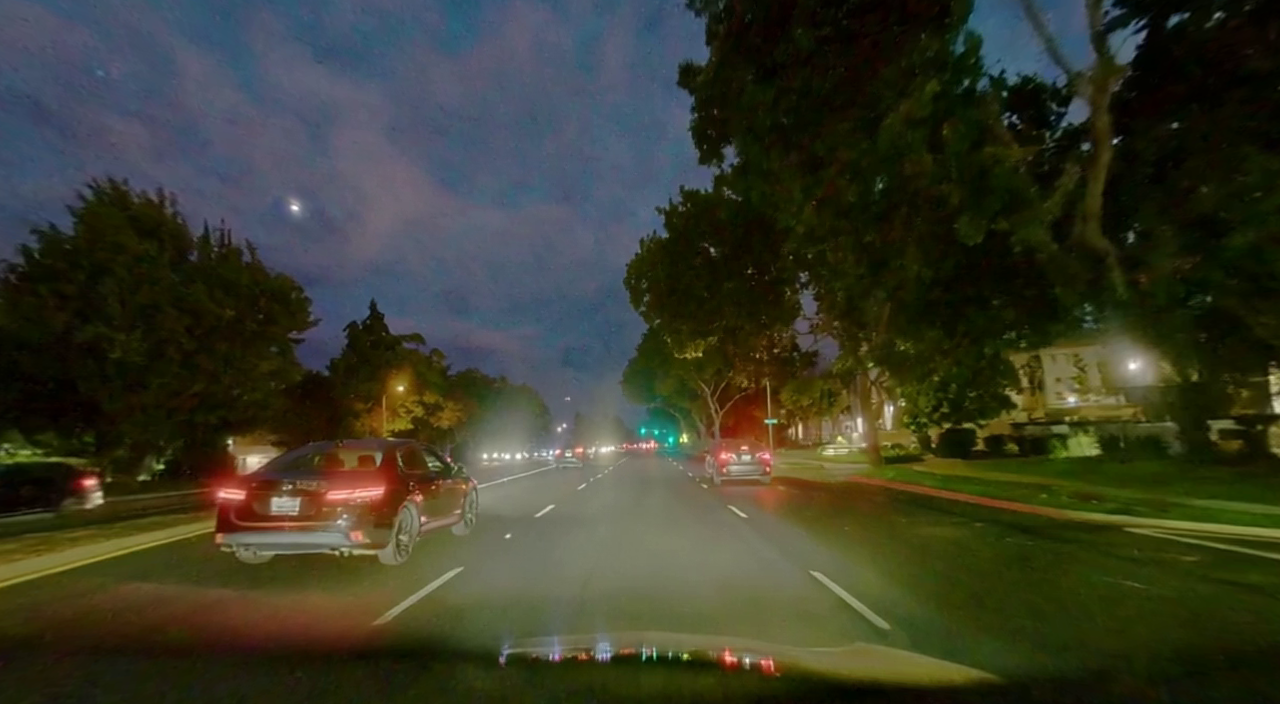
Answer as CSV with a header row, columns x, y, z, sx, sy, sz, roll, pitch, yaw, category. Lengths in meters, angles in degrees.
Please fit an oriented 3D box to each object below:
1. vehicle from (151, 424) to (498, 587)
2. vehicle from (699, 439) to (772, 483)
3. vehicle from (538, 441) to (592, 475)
x,y,z,sx,sy,sz,roll,pitch,yaw,category
-3.413,1.737,8.047,2.053,1.480,4.381,0,-8,2,vehicle
3.476,4.066,23.883,2.010,1.486,4.498,0,-8,-1,vehicle
-3.547,5.085,30.576,1.988,1.497,4.404,0,-8,2,vehicle
